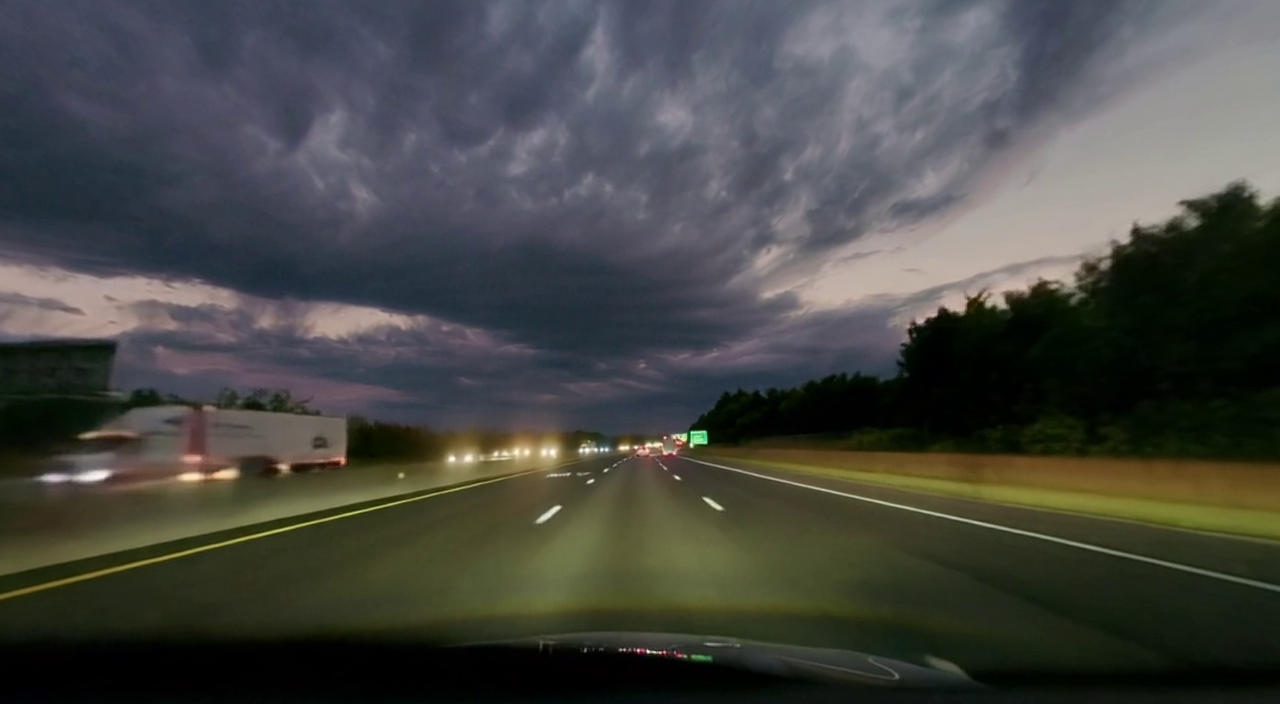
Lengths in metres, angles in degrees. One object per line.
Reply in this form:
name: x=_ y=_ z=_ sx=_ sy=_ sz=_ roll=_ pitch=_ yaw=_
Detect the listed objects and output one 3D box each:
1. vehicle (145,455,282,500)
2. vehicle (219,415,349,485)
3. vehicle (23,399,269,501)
vehicle: x=-16.125 y=4.727 z=24.146 sx=1.918 sy=1.483 sz=4.812 roll=0 pitch=-9 yaw=0
vehicle: x=-20.138 y=5.627 z=36.290 sx=2.808 sy=3.543 sz=7.919 roll=0 pitch=-9 yaw=0
vehicle: x=-20.151 y=4.150 z=26.811 sx=2.956 sy=3.545 sz=9.120 roll=-1 pitch=-9 yaw=0
